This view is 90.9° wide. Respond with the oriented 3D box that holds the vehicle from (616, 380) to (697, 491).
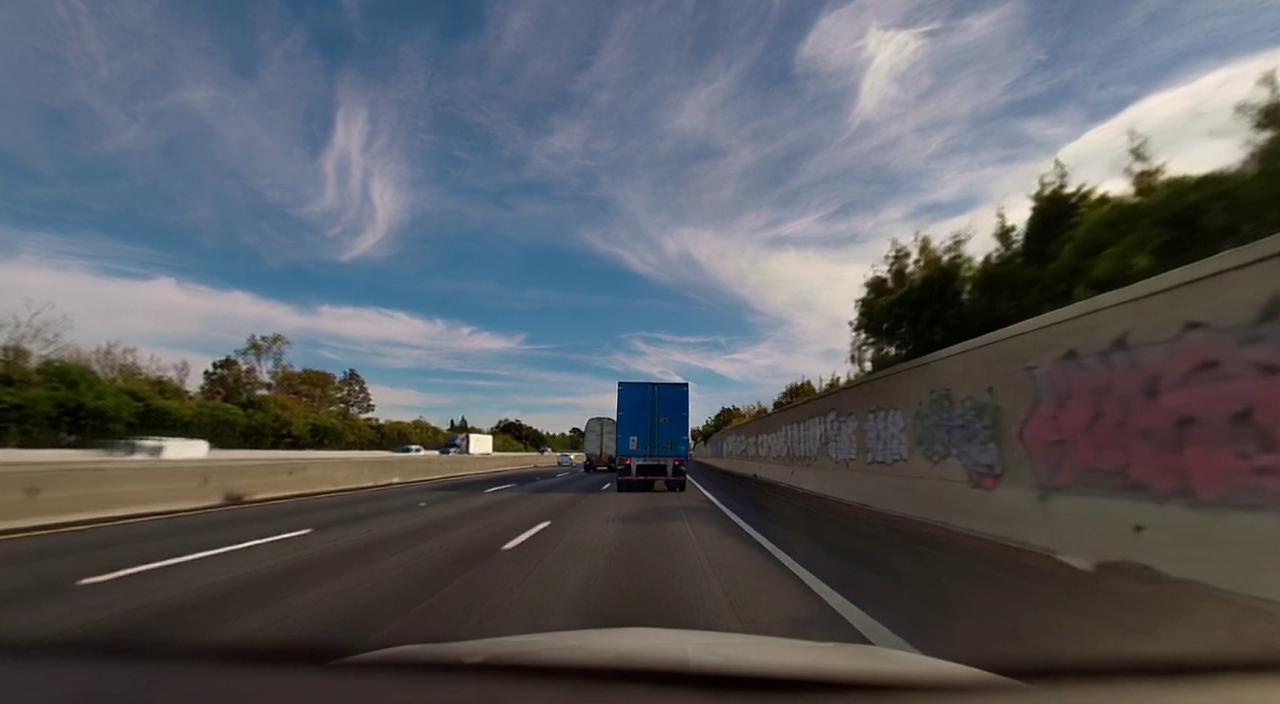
[{"bbox_3d":[0.709,3.924,28.859,2.997,4.069,10.871,0,-9,1],"label":"vehicle"}]
